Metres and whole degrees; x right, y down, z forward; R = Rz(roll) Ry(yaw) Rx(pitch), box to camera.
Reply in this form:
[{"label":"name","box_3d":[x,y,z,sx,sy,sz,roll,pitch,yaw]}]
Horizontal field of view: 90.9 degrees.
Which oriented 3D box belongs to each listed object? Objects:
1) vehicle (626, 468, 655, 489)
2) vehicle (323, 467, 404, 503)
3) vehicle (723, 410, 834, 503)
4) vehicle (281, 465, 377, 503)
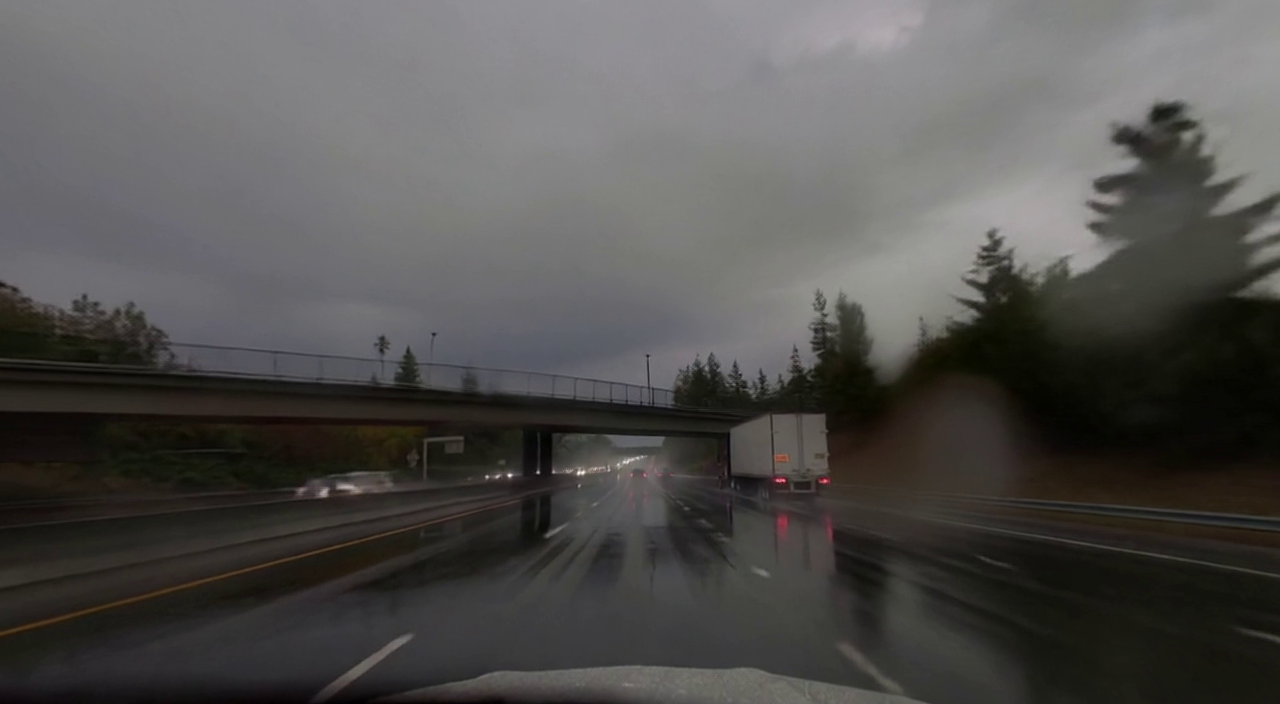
[{"label":"vehicle","box_3d":[0.033,9.209,46.031,2.029,1.459,3.684,1,-10,0]},{"label":"vehicle","box_3d":[-11.374,5.487,26.184,1.651,1.370,3.641,1,-10,0]},{"label":"vehicle","box_3d":[7.066,5.896,34.975,2.926,4.073,13.836,1,-10,0]},{"label":"vehicle","box_3d":[-14.340,6.103,29.375,1.959,1.556,4.783,0,-10,1]}]
